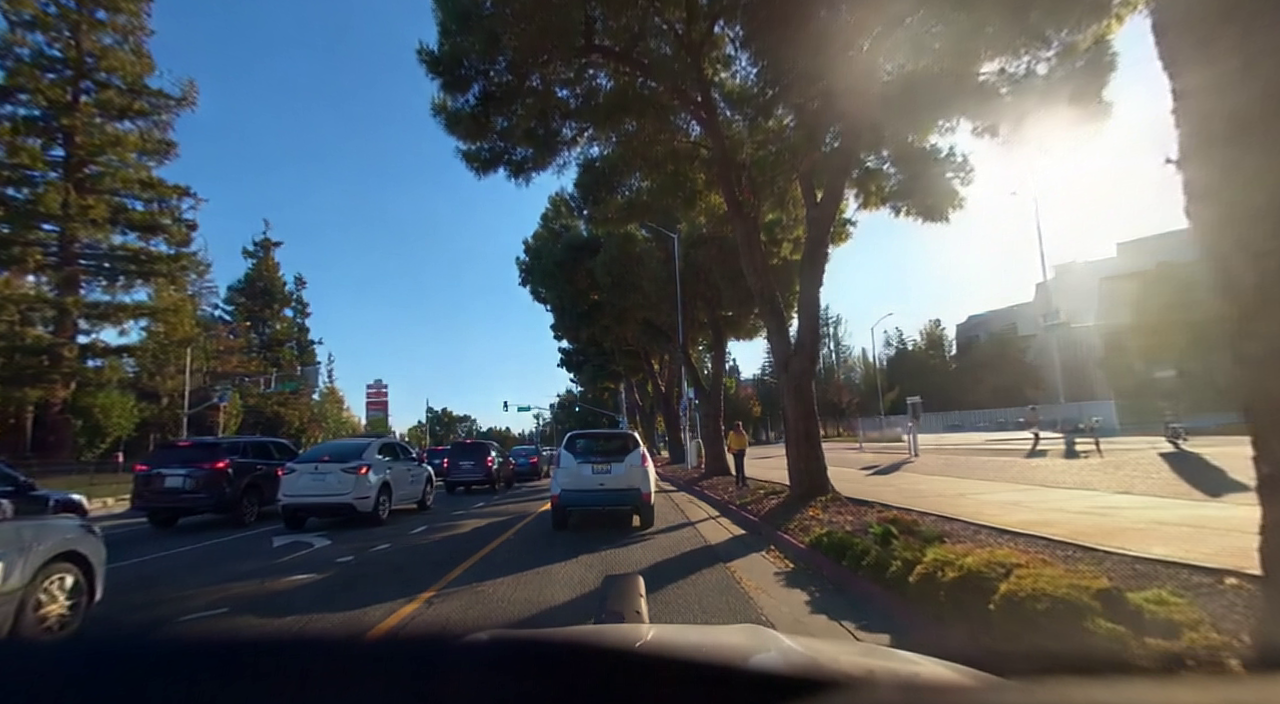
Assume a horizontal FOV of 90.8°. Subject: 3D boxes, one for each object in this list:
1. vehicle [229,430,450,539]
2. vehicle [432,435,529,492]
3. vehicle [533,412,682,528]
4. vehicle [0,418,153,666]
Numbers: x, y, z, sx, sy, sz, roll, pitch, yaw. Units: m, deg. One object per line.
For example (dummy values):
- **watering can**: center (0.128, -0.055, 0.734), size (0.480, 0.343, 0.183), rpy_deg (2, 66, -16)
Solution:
- **vehicle**: center (-5.401, 2.422, 12.206), size (2.010, 1.674, 4.484), rpy_deg (0, -9, 0)
- **vehicle**: center (-5.423, 3.853, 22.201), size (2.188, 1.774, 4.477), rpy_deg (0, -9, 1)
- **vehicle**: center (-0.572, 2.206, 12.268), size (2.368, 1.829, 4.293), rpy_deg (0, -9, -2)
- **vehicle**: center (-5.257, 1.131, 3.336), size (2.069, 1.616, 4.108), rpy_deg (0, -9, 0)
